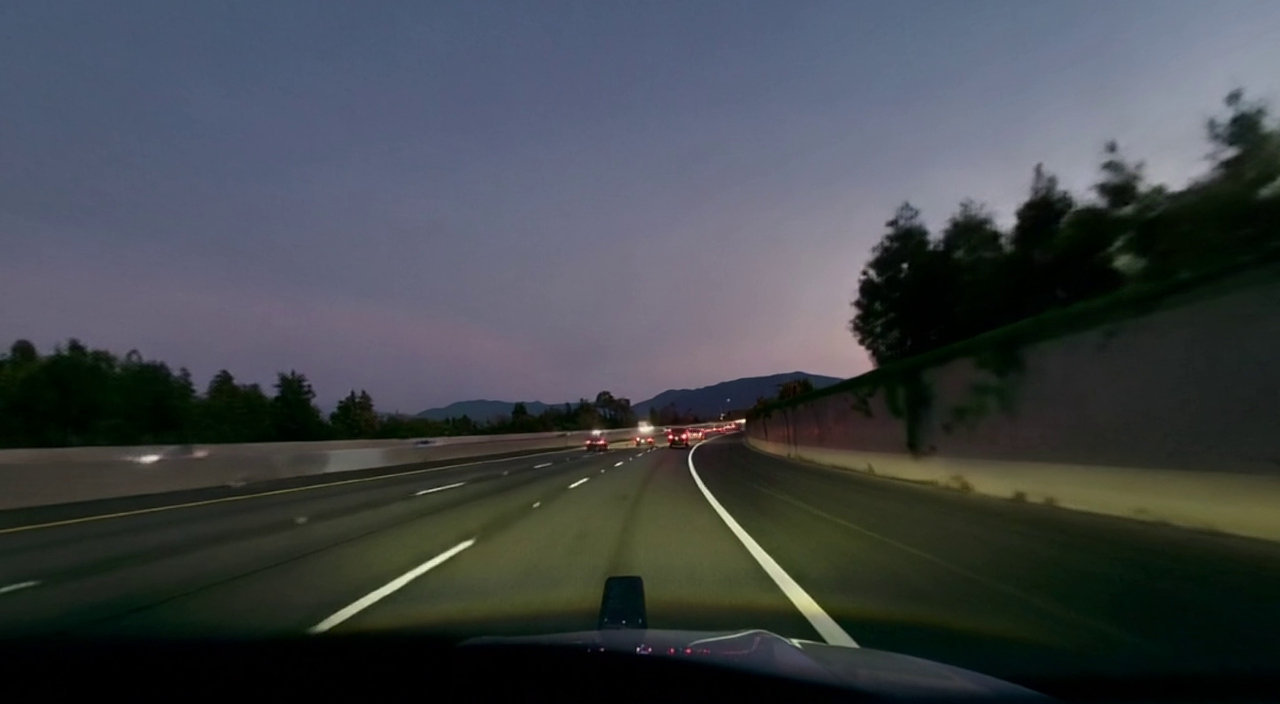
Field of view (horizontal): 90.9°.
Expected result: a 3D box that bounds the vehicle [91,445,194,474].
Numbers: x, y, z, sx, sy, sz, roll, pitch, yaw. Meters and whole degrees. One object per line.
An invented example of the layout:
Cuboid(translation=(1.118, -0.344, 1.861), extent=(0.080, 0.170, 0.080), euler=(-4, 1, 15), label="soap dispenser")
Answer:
Cuboid(translation=(-28.209, 6.079, 35.996), extent=(1.819, 1.484, 4.739), euler=(-1, -8, 4), label="vehicle")
